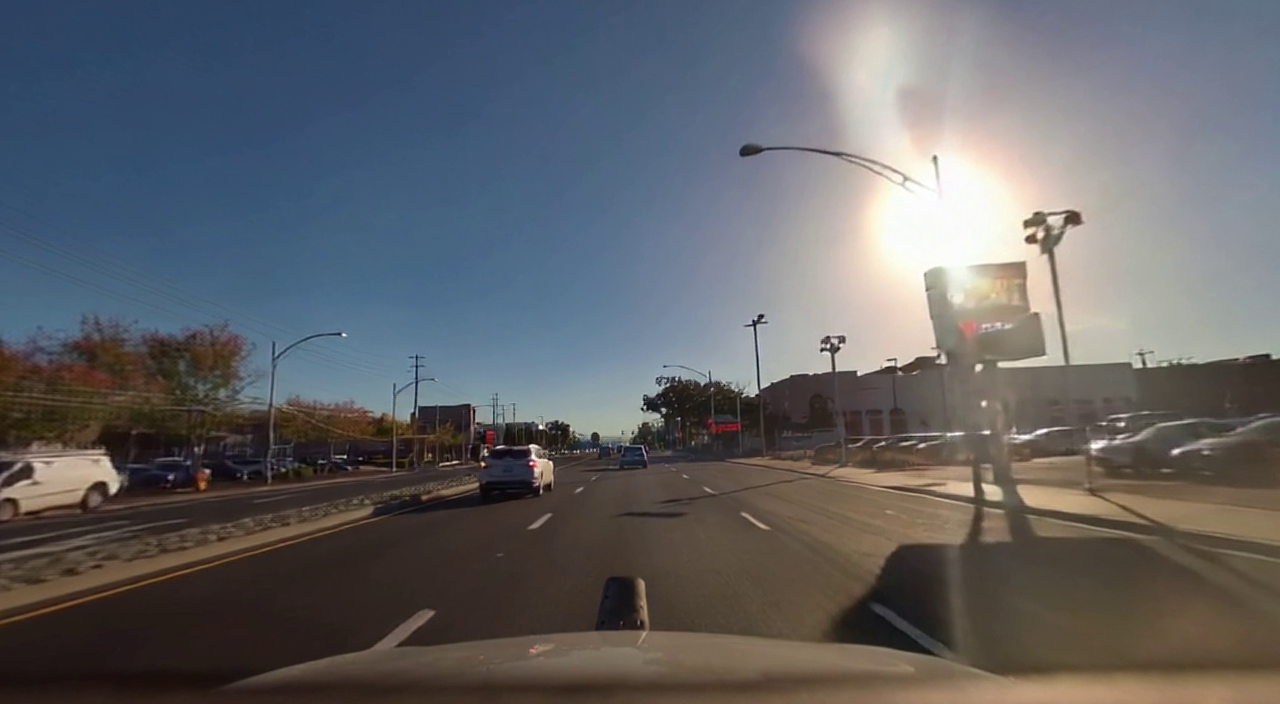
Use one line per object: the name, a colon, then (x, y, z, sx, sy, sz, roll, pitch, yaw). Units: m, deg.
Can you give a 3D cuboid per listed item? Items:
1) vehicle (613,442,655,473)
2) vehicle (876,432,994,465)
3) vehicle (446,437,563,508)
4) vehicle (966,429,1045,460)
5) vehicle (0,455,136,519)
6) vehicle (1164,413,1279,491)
vehicle: (-0.328, 5.385, 32.370, 2.019, 1.459, 4.005, 0, -9, -1)
vehicle: (13.995, 4.591, 30.075, 4.630, 1.497, 2.016, 0, -9, 0)
vehicle: (-3.178, 2.920, 15.734, 1.939, 1.496, 4.309, 0, -9, 0)
vehicle: (19.185, 4.897, 33.267, 1.813, 1.503, 3.864, 0, -9, 0)
vehicle: (-23.087, 5.046, 24.202, 2.416, 2.082, 6.190, 0, -9, -2)
vehicle: (14.365, 2.128, 13.560, 4.249, 1.527, 2.094, 0, -9, -1)
